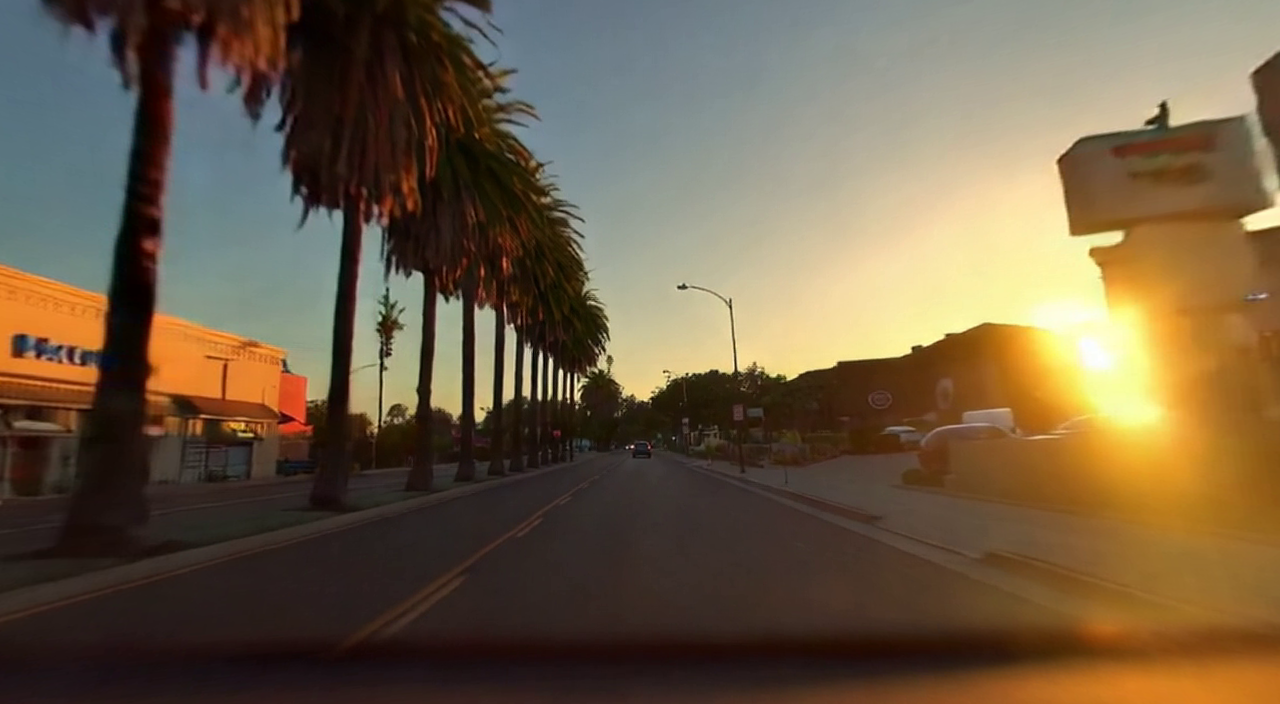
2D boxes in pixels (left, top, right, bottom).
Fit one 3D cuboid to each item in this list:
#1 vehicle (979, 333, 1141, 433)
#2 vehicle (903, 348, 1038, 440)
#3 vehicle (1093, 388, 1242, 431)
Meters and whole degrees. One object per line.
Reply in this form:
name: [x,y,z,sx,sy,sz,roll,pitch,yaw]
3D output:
vehicle: [11.310,1.008,16.772,5.186,2.000,2.226,10,-13,-41]
vehicle: [10.517,1.469,19.863,4.592,2.160,2.015,11,-20,-41]
vehicle: [23.364,2.605,28.013,4.630,1.473,1.702,-5,-13,17]
